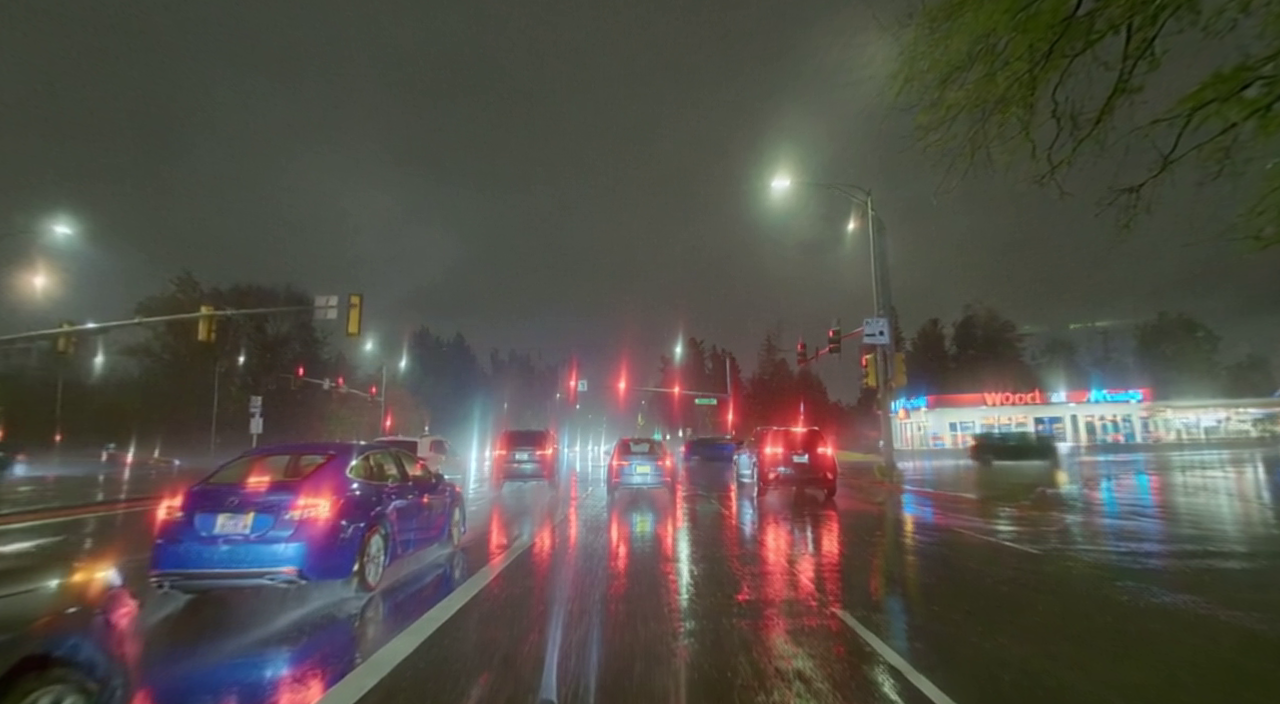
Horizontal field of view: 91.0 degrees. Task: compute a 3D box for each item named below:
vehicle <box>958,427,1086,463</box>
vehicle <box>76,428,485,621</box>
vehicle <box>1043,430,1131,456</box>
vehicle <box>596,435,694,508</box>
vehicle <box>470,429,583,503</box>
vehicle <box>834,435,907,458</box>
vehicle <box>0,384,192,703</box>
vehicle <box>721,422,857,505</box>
[{"bbox_3d":[21.081,5.187,34.996,5.504,1.821,2.173,-2,-9,9],"label":"vehicle"},{"bbox_3d":[-3.336,1.679,7.123,2.014,1.472,4.357,0,-9,1],"label":"vehicle"},{"bbox_3d":[30.591,6.239,43.169,4.432,1.680,1.932,0,-9,2],"label":"vehicle"},{"bbox_3d":[0.141,2.806,15.139,2.032,1.499,3.994,0,-9,1],"label":"vehicle"},{"bbox_3d":[-2.824,2.967,16.660,2.072,1.694,4.070,-1,-9,2],"label":"vehicle"},{"bbox_3d":[17.005,7.023,46.668,4.626,1.653,1.982,0,-9,1],"label":"vehicle"},{"bbox_3d":[-3.080,0.598,0.163,2.249,1.517,4.951,0,-9,1],"label":"vehicle"},{"bbox_3d":[3.341,2.633,15.177,2.076,1.691,4.402,0,-9,-2],"label":"vehicle"}]
